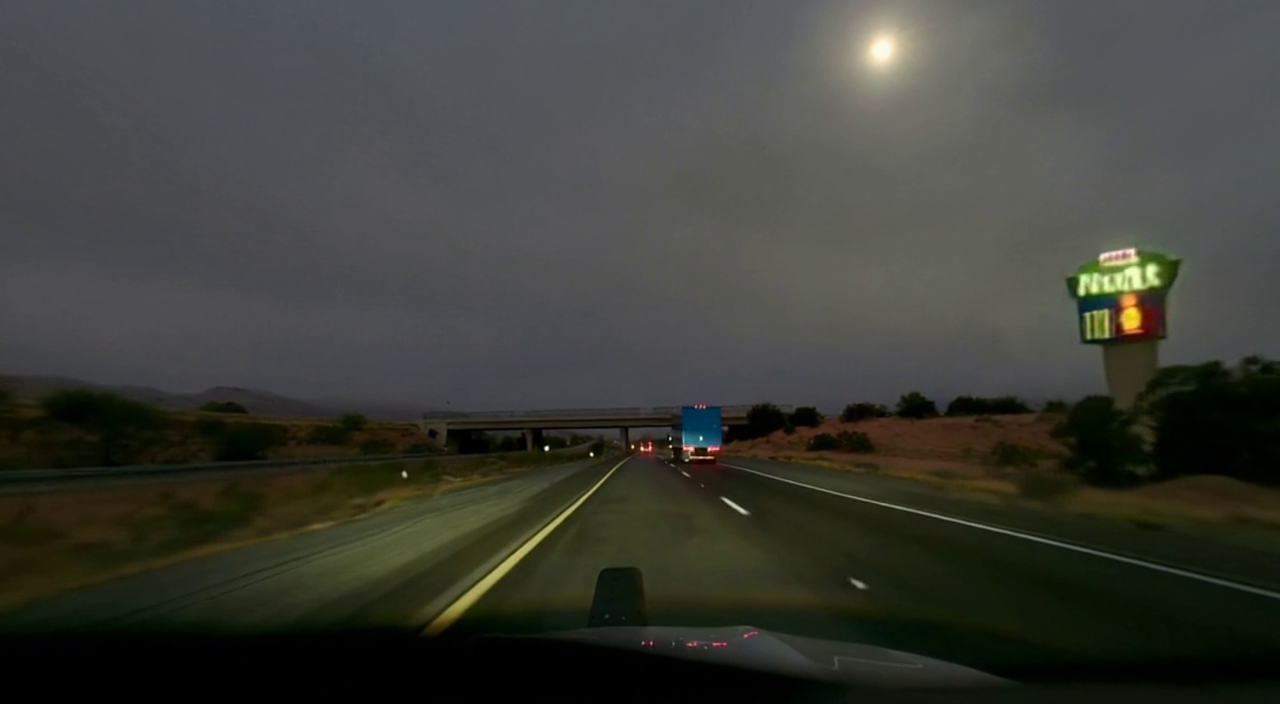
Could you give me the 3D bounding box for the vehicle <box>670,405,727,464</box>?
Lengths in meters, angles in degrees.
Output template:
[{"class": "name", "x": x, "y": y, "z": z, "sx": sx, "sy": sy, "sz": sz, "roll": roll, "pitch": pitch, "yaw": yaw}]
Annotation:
[{"class": "vehicle", "x": 4.047, "y": 6.129, "z": 46.263, "sx": 3.024, "sy": 3.834, "sz": 10.128, "roll": 0, "pitch": -8, "yaw": -1}]
